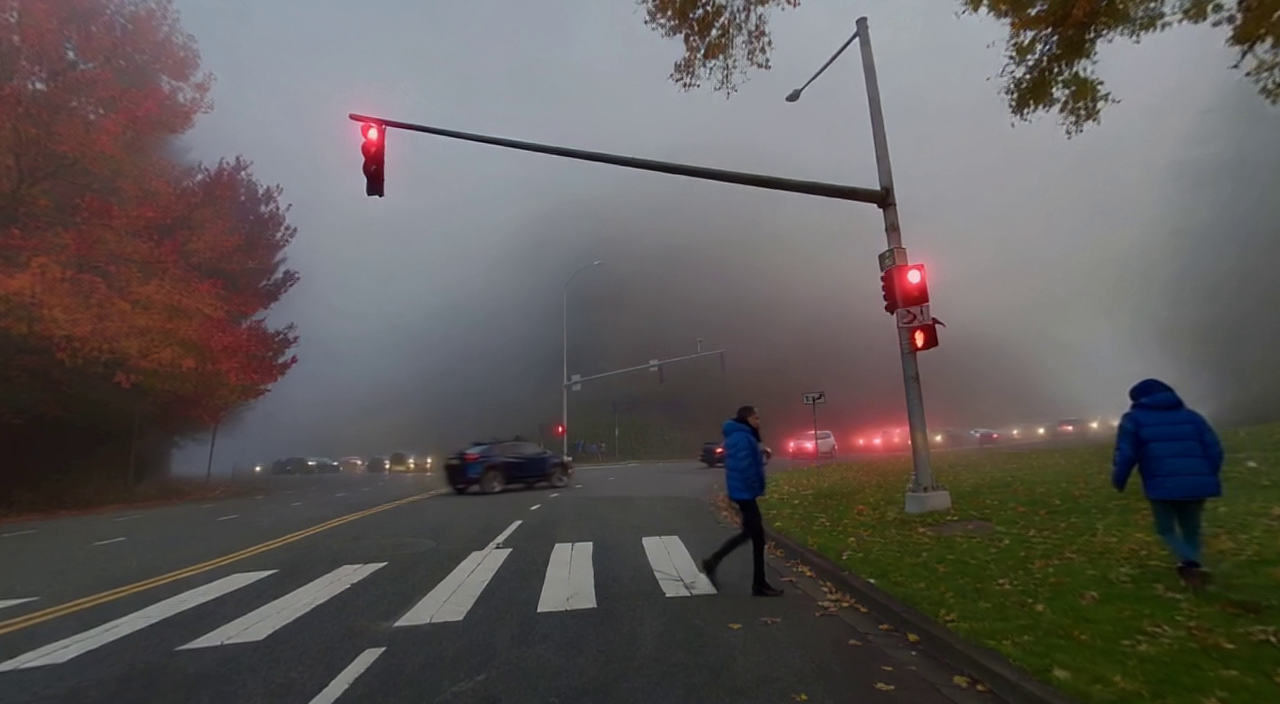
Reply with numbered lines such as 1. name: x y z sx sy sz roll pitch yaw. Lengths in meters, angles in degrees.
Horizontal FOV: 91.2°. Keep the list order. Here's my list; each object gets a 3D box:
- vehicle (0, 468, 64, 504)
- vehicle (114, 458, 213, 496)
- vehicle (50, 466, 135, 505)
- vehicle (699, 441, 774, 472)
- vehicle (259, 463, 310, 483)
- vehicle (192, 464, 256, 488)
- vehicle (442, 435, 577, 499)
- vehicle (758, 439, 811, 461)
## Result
1. vehicle: -30.329 6.441 30.324 1.800 1.520 3.968 2 -9 -14
2. vehicle: -27.839 7.276 36.902 2.064 1.913 5.081 0 -9 -4
3. vehicle: -25.427 6.158 29.260 1.694 1.528 4.225 3 -9 -23
4. vehicle: 5.394 5.716 34.548 1.915 1.586 4.734 -8 -11 39
5. vehicle: -28.147 9.571 49.740 1.776 1.452 3.920 0 -9 0
6. vehicle: -28.545 8.481 43.146 1.768 1.465 3.972 0 -9 -1
7. vehicle: -4.436 3.938 21.910 2.001 1.988 4.281 -8 -11 39
8. vehicle: 11.437 7.719 49.395 1.979 1.659 4.907 -8 -11 39
